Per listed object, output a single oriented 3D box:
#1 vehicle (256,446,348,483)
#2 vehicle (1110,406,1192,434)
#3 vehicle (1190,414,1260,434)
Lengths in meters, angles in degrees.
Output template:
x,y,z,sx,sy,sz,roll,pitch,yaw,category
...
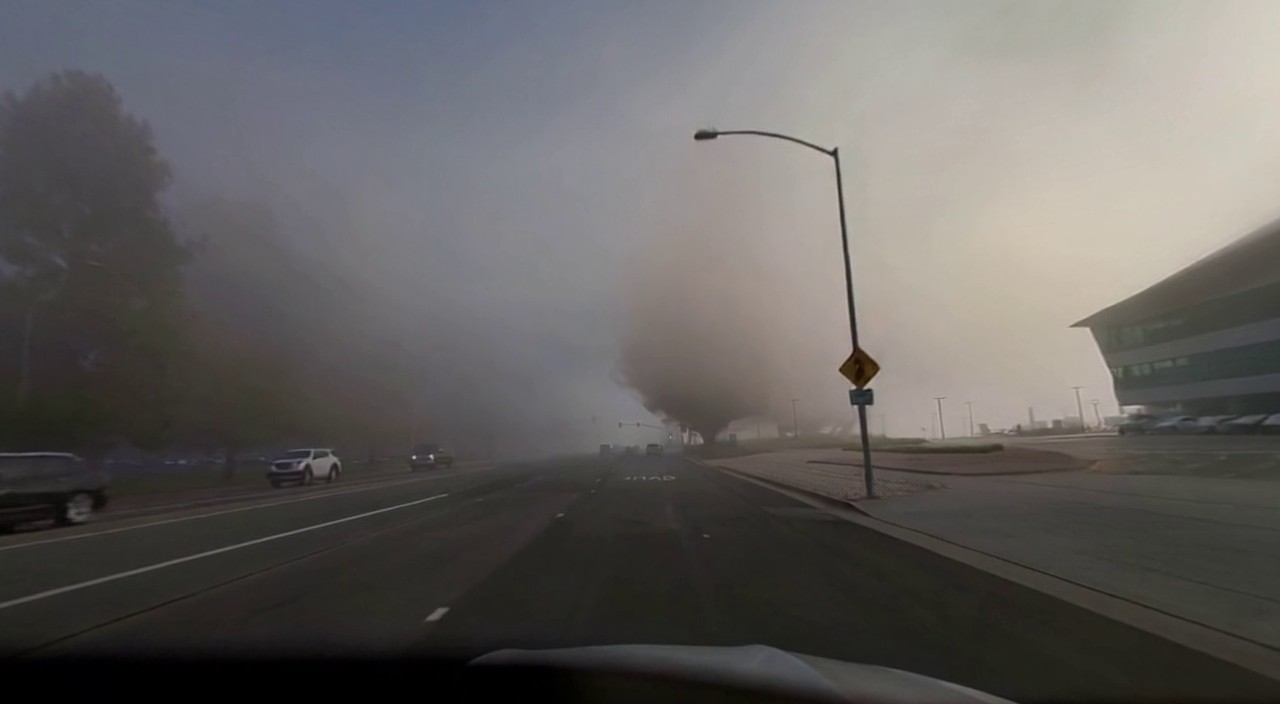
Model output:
x,y,z,sx,sy,sz,roll,pitch,yaw,category
-17.269,5.723,32.396,2.112,1.754,4.740,0,-8,0,vehicle
39.851,5.386,49.162,1.882,1.686,5.050,-3,-10,-3,vehicle
45.423,5.643,48.843,1.671,1.477,3.751,0,-8,-3,vehicle
